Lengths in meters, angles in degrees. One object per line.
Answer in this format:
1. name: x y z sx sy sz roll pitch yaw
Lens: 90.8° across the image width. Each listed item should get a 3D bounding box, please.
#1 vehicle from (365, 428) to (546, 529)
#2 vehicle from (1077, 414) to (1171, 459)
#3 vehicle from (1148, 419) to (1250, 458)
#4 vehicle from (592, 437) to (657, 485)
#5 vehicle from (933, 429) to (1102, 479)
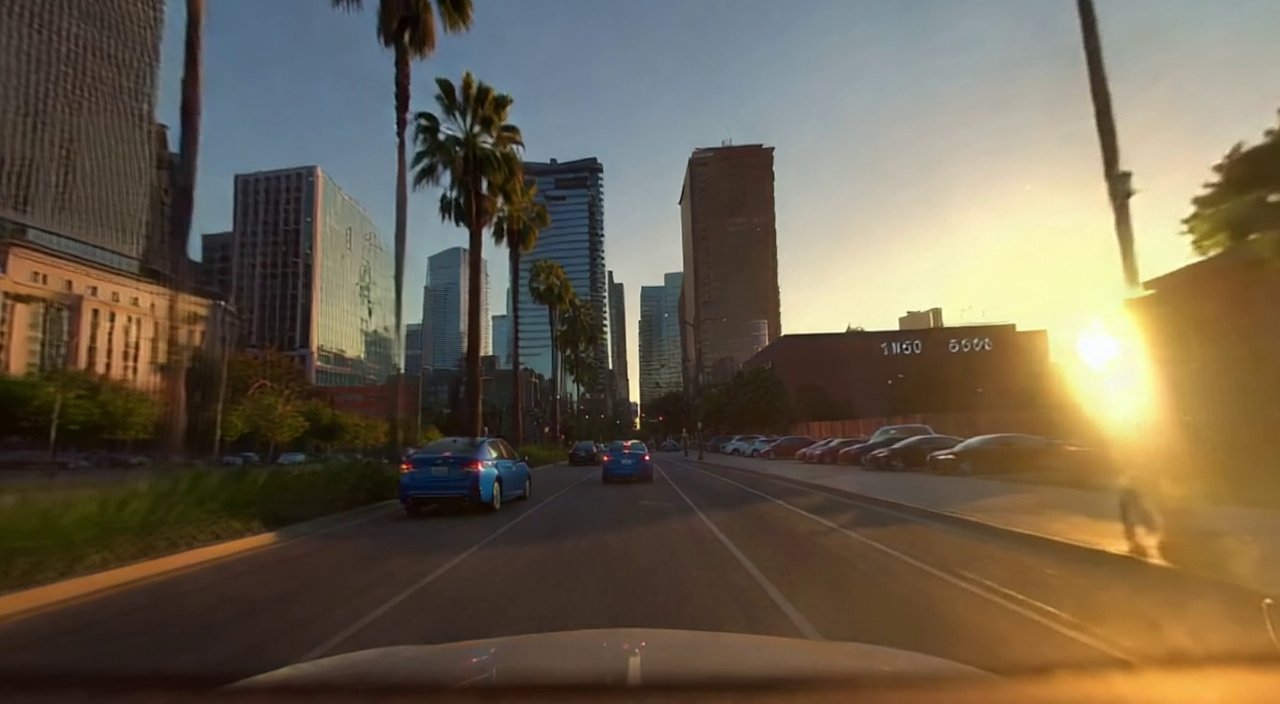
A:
1. vehicle: -3.210 2.304 12.079 2.071 1.544 4.383 0 -9 1
2. vehicle: 23.663 4.201 31.163 2.288 1.984 5.526 -4 -9 23
3. vehicle: 26.478 4.160 30.156 1.982 1.694 4.676 -3 -9 20
4. vehicle: -0.480 3.634 21.331 2.004 1.465 3.713 0 -9 0
5. vehicle: 13.274 3.599 22.395 4.749 1.522 1.905 -1 -9 -3
